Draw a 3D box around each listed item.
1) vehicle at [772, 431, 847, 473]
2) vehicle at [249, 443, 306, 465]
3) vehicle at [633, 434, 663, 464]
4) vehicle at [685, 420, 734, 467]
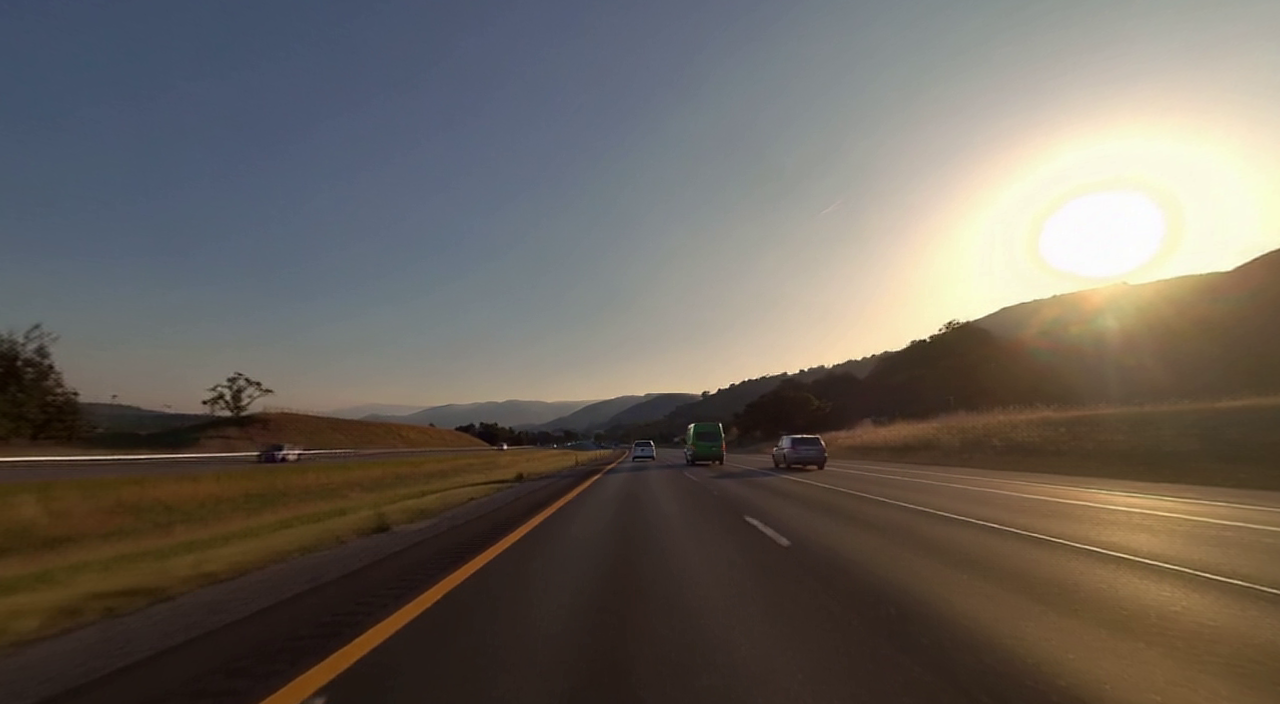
[{"bbox_3d":[8.188,4.888,31.031,2.240,1.925,4.854,0,-8,-1],"label":"vehicle"},{"bbox_3d":[-28.196,7.924,49.246,1.838,1.598,4.428,0,-8,0],"label":"vehicle"},{"bbox_3d":[0.530,7.275,47.311,2.131,2.122,4.473,0,-8,-1],"label":"vehicle"},{"bbox_3d":[4.156,5.651,38.900,2.302,2.670,6.176,0,-8,0],"label":"vehicle"}]
